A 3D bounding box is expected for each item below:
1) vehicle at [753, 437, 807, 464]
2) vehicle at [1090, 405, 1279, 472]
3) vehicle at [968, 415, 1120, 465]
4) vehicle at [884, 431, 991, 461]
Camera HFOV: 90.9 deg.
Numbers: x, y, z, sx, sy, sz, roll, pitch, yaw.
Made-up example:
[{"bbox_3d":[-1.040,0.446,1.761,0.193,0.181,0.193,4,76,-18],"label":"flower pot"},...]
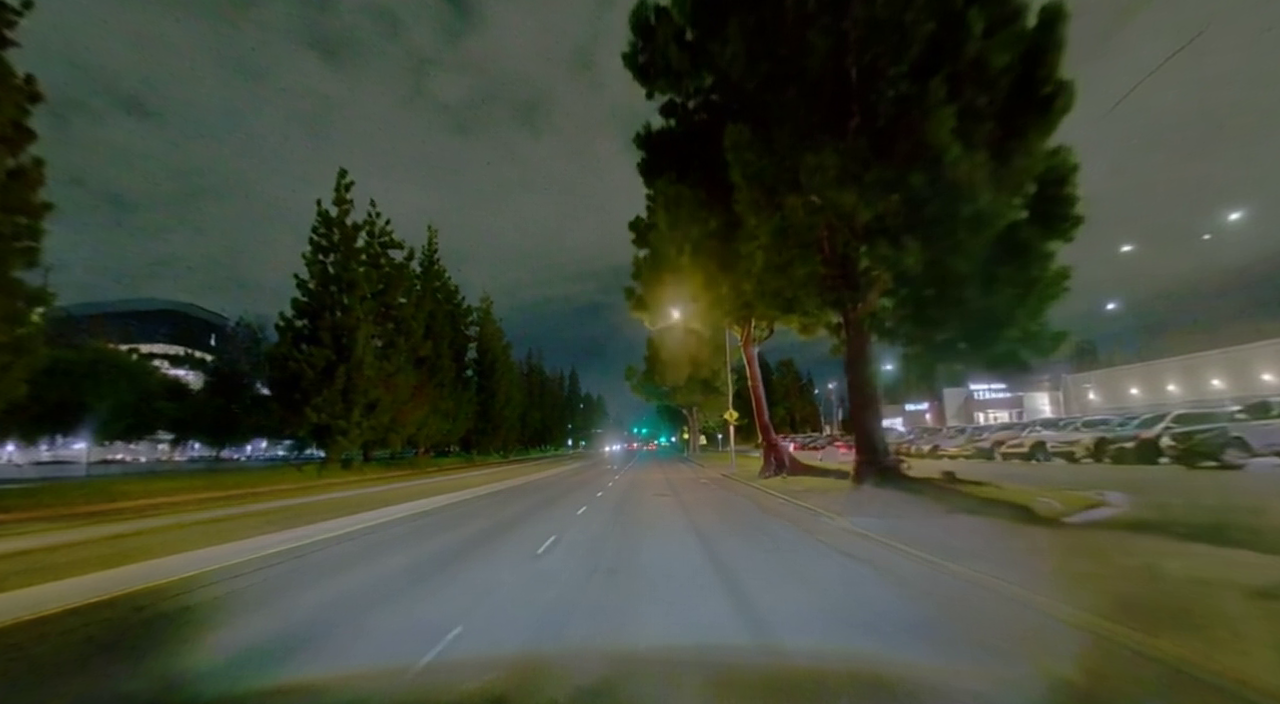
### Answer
[{"bbox_3d":[8.228,5.865,37.479,2.056,1.449,4.679,-1,-8,-1],"label":"vehicle"},{"bbox_3d":[15.314,2.314,16.925,4.952,1.486,2.011,-9,-10,30],"label":"vehicle"},{"bbox_3d":[14.750,3.290,23.168,4.387,1.532,1.930,-9,-12,34],"label":"vehicle"},{"bbox_3d":[14.941,4.729,31.739,4.631,1.384,1.906,-5,-10,32],"label":"vehicle"}]
